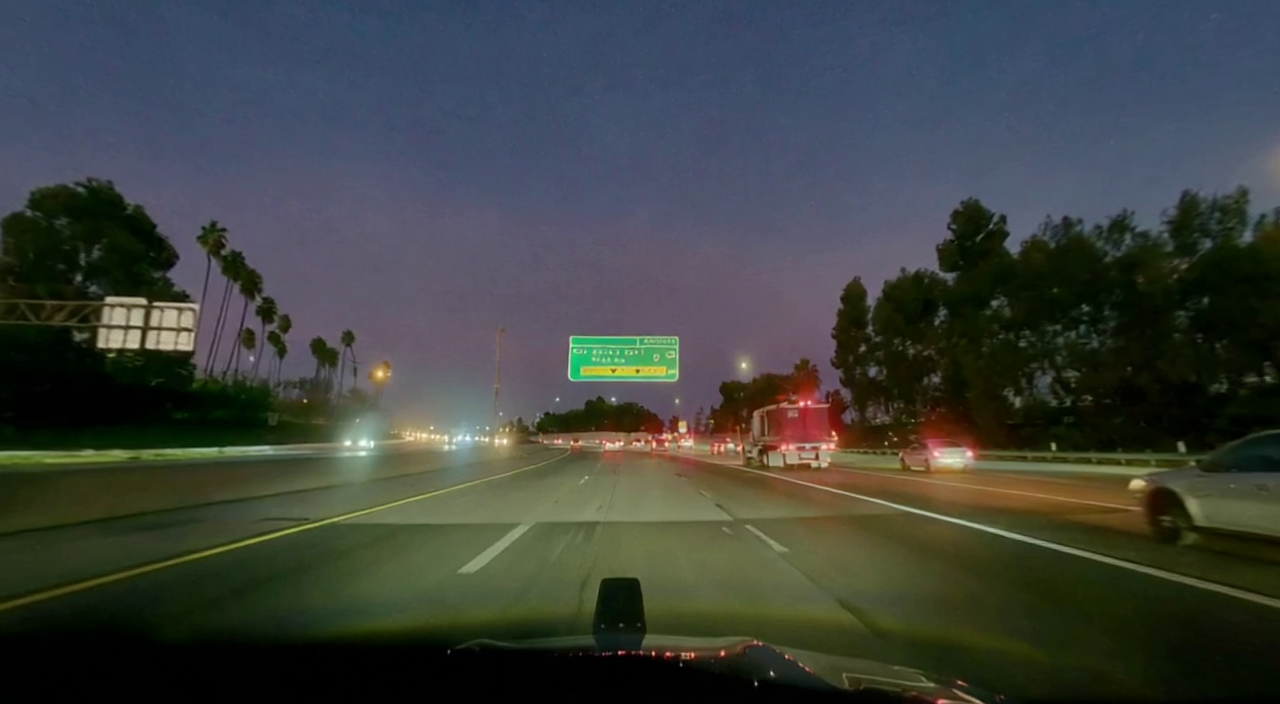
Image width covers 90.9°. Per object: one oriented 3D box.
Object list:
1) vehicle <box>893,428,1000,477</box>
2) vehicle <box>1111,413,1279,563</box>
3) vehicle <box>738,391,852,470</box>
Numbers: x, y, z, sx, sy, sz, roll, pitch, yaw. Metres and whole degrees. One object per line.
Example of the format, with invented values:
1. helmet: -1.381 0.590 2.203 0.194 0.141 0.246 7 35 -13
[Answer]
1. vehicle: 12.631 4.169 26.374 2.032 1.827 4.501 0 -8 -3
2. vehicle: 8.646 1.558 7.177 2.148 1.764 5.601 0 -8 -1
3. vehicle: 7.657 4.180 32.954 2.919 3.482 9.838 0 -8 -3
